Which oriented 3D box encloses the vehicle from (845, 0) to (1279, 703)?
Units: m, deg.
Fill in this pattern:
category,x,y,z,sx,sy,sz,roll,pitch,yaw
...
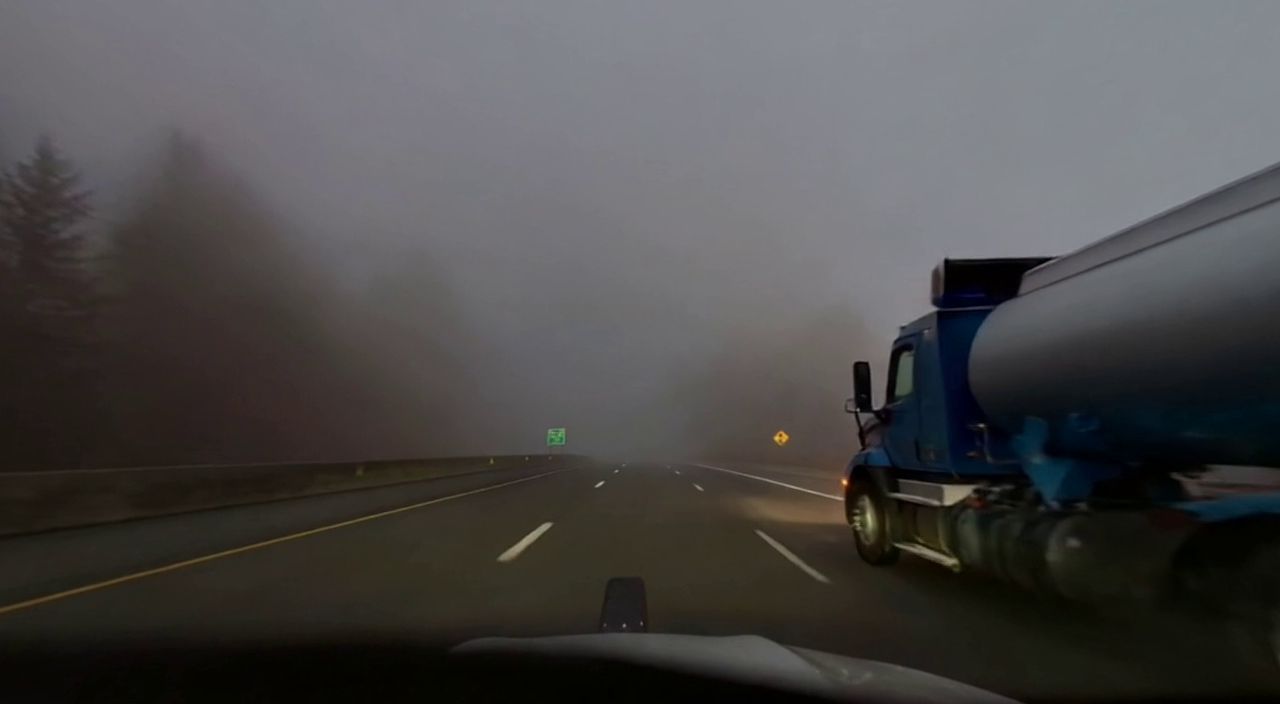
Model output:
category,x,y,z,sx,sy,sz,roll,pitch,yaw
vehicle,3.816,-0.002,2.747,3.034,3.651,8.256,0,-9,0
